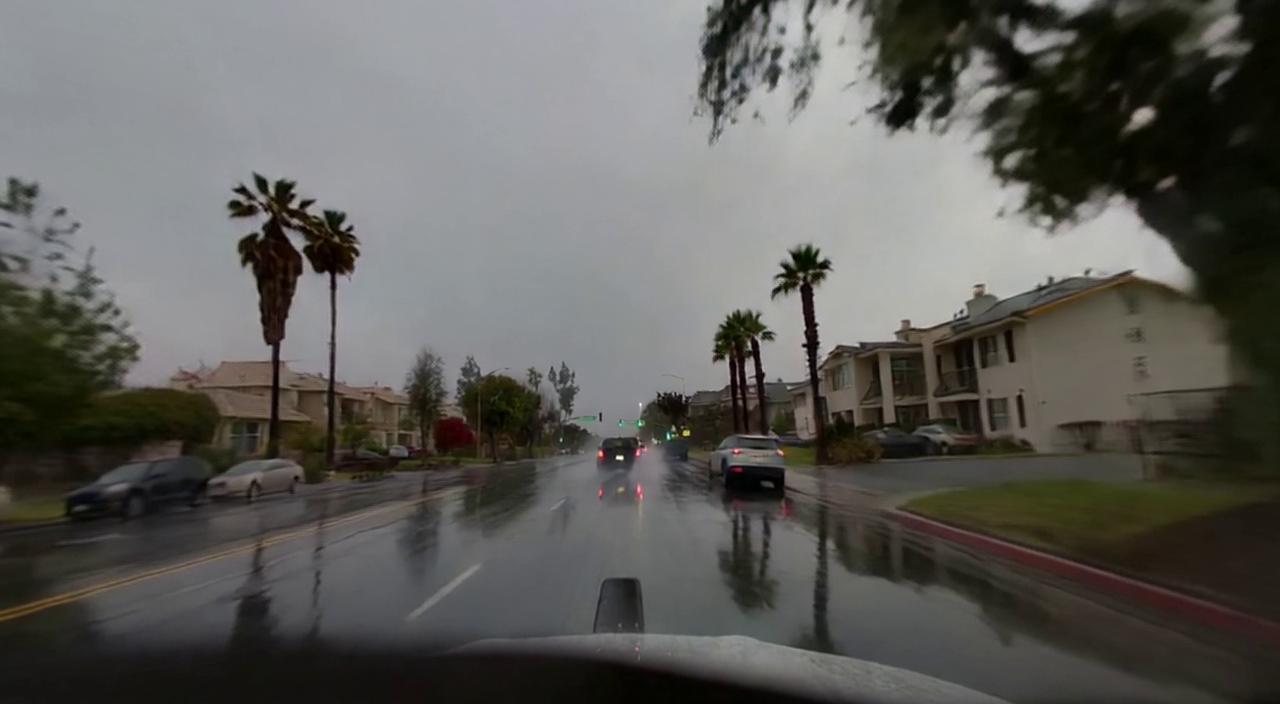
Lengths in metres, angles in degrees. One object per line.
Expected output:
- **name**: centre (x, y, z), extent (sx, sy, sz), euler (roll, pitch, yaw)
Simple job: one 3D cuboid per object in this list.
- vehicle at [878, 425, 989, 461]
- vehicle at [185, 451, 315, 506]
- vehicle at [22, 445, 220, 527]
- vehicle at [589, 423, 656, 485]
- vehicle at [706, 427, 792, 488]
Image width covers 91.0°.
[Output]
- **vehicle**: centre (14.004, 4.363, 30.242), extent (4.238, 1.621, 2.067), euler (-1, -8, -1)
- **vehicle**: centre (-14.081, 4.537, 23.099), extent (1.877, 1.443, 4.677), euler (-4, -6, -1)
- **vehicle**: centre (-13.985, 3.558, 17.377), extent (1.890, 1.640, 4.320), euler (-4, -6, -1)
- **vehicle**: centre (-0.539, 3.414, 21.480), extent (1.994, 1.810, 5.057), euler (-1, -8, 0)
- **vehicle**: centre (3.403, 3.356, 20.337), extent (1.949, 1.685, 4.161), euler (2, -8, -1)
